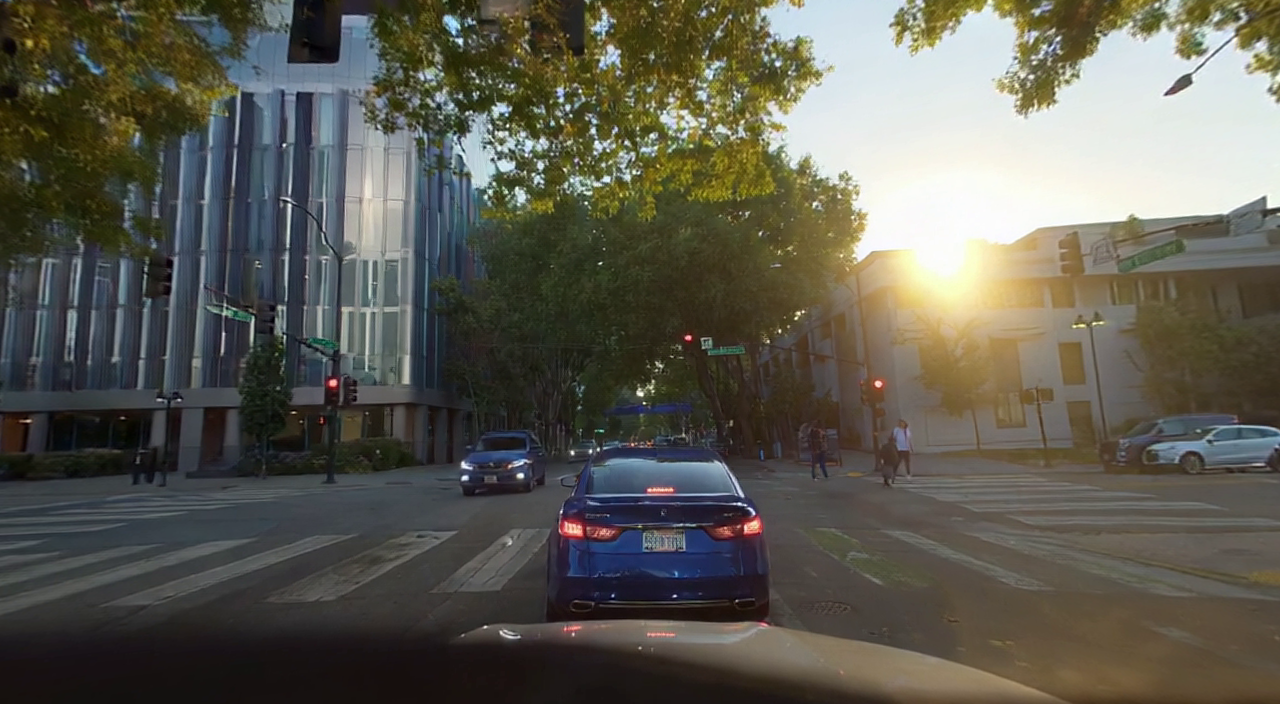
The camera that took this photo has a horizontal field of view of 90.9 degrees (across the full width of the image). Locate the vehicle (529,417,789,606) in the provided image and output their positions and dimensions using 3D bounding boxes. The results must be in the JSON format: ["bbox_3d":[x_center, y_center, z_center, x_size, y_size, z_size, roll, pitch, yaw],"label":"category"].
[{"bbox_3d":[-0.136,1.646,7.494,1.893,1.532,4.145,2,-9,-16],"label":"vehicle"}]

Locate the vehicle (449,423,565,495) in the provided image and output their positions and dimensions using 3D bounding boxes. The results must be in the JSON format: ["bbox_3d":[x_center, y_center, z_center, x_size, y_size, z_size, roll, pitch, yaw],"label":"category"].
[{"bbox_3d":[-3.938,3.321,19.894,2.317,1.924,5.518,0,-8,2],"label":"vehicle"}]

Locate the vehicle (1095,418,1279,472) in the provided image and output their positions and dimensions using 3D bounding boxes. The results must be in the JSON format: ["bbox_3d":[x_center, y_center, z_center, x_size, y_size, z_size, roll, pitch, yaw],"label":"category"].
[{"bbox_3d":[19.162,3.264,22.216,4.675,1.772,1.945,0,-8,-1],"label":"vehicle"}]
